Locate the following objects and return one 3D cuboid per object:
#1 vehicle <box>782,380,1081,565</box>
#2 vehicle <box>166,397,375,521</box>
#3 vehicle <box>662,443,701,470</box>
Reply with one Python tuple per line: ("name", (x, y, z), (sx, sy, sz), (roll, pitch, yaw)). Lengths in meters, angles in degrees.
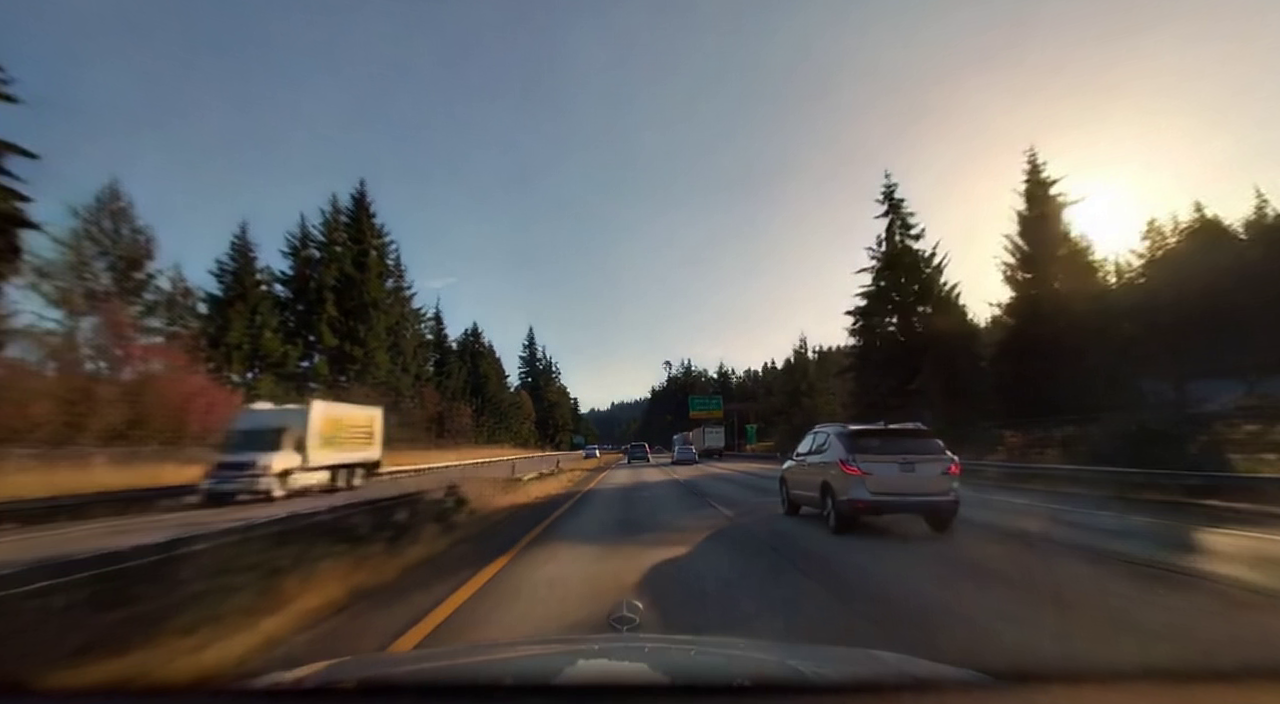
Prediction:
("vehicle", (3.687, 1.650, 9.183), (1.981, 1.984, 4.623), (0, -9, -2))
("vehicle", (-11.025, 3.276, 19.697), (2.562, 3.204, 6.384), (0, -9, 0))
("vehicle", (2.656, 6.826, 41.148), (2.123, 1.620, 4.959), (0, -9, -1))
